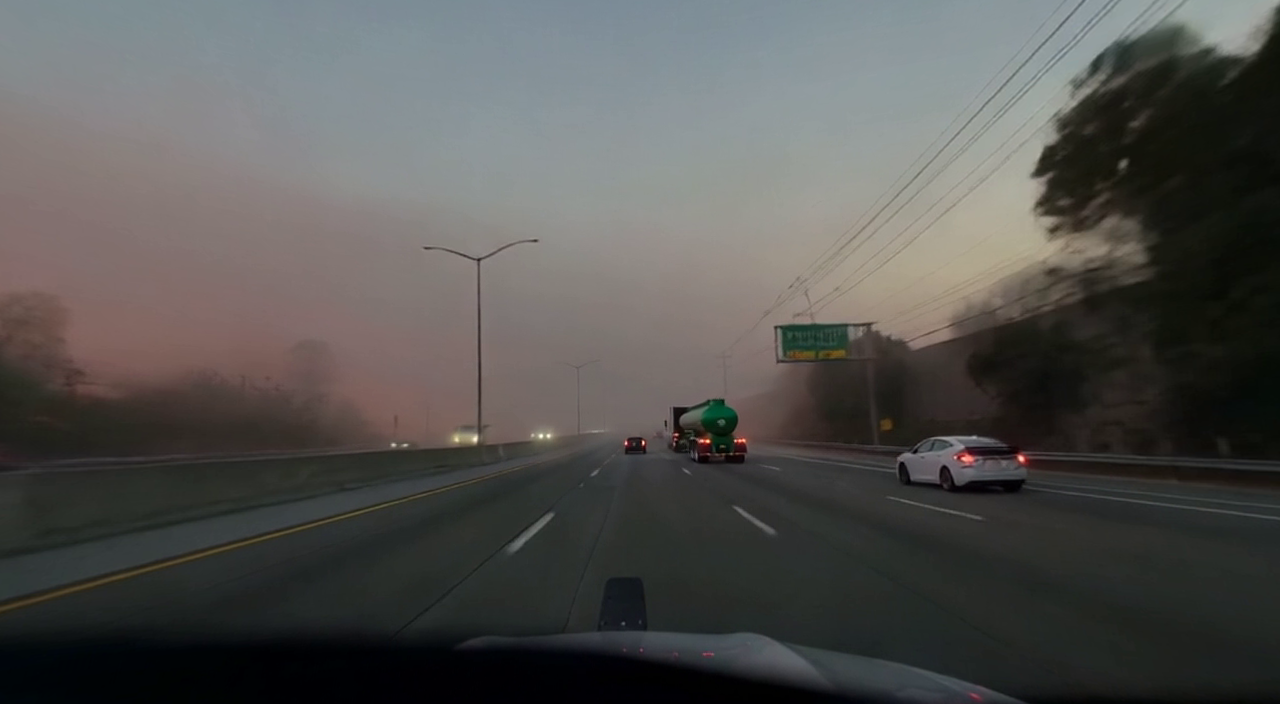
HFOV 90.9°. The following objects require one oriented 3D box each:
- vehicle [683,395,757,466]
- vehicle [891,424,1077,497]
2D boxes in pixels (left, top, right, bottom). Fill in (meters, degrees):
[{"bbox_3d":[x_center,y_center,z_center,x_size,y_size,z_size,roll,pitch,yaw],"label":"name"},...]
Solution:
[{"bbox_3d":[3.863,4.121,32.485,2.791,3.179,8.074,-1,-8,0],"label":"vehicle"},{"bbox_3d":[7.949,2.551,15.219,1.905,1.480,4.624,0,-8,0],"label":"vehicle"}]
